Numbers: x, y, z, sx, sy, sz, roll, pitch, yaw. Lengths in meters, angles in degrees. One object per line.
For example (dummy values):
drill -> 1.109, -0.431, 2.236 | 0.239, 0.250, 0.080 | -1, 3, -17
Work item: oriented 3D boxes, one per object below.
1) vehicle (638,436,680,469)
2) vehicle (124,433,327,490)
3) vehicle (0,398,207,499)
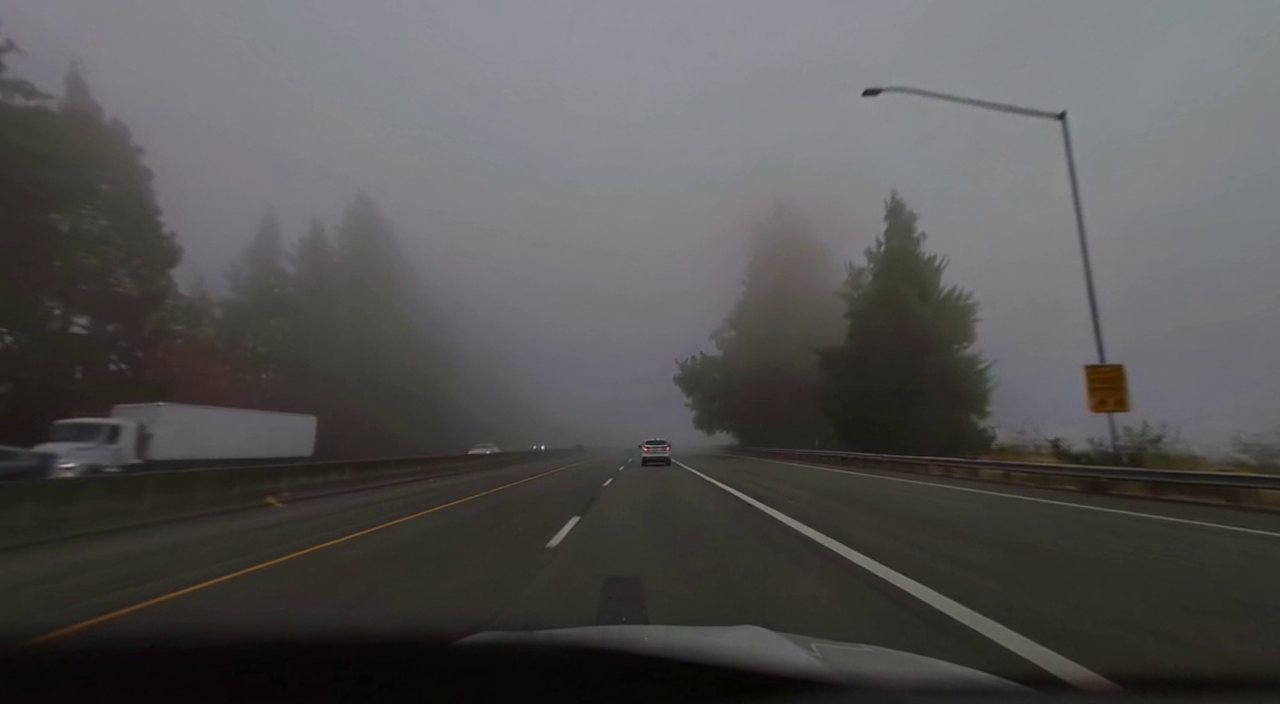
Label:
vehicle -> 1.018, 5.768, 36.370 | 2.260, 1.766, 4.348 | 0, -8, 0
vehicle -> -24.957, 6.700, 39.770 | 2.832, 2.907, 14.577 | 0, -8, 1
vehicle -> -25.071, 4.488, 29.630 | 3.029, 4.038, 8.668 | 0, -8, 1
